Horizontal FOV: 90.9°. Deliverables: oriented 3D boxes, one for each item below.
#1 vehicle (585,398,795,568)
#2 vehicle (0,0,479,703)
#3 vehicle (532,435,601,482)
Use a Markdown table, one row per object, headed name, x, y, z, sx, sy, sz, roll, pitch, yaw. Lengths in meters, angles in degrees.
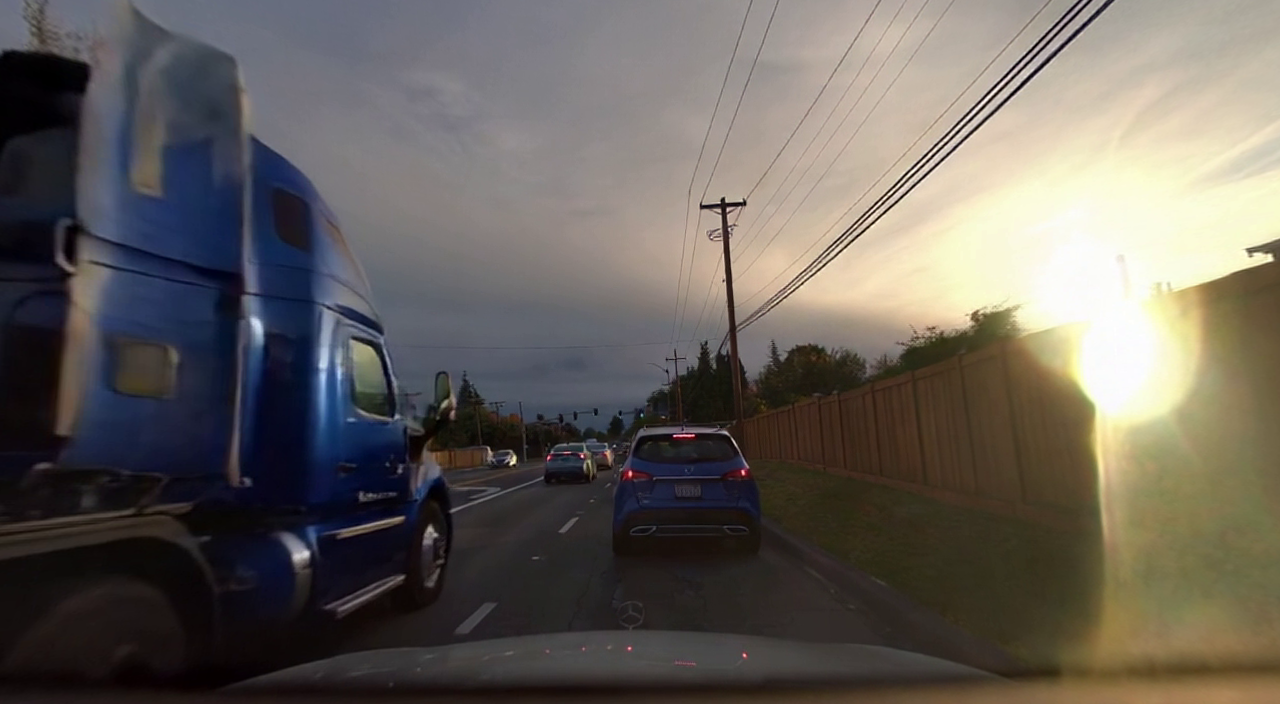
| name | x | y | z | sx | sy | sz | roll | pitch | yaw |
| --- | --- | --- | --- | --- | --- | --- | --- | --- | --- |
| vehicle | 0.495 | 1.673 | 8.695 | 2.174 | 1.749 | 4.113 | 0 | -9 | -1 |
| vehicle | -3.093 | -0.039 | 1.668 | 2.928 | 3.658 | 8.980 | 0 | -9 | 0 |
| vehicle | -2.703 | 4.077 | 24.309 | 2.037 | 1.639 | 4.213 | 0 | -9 | 2 |
